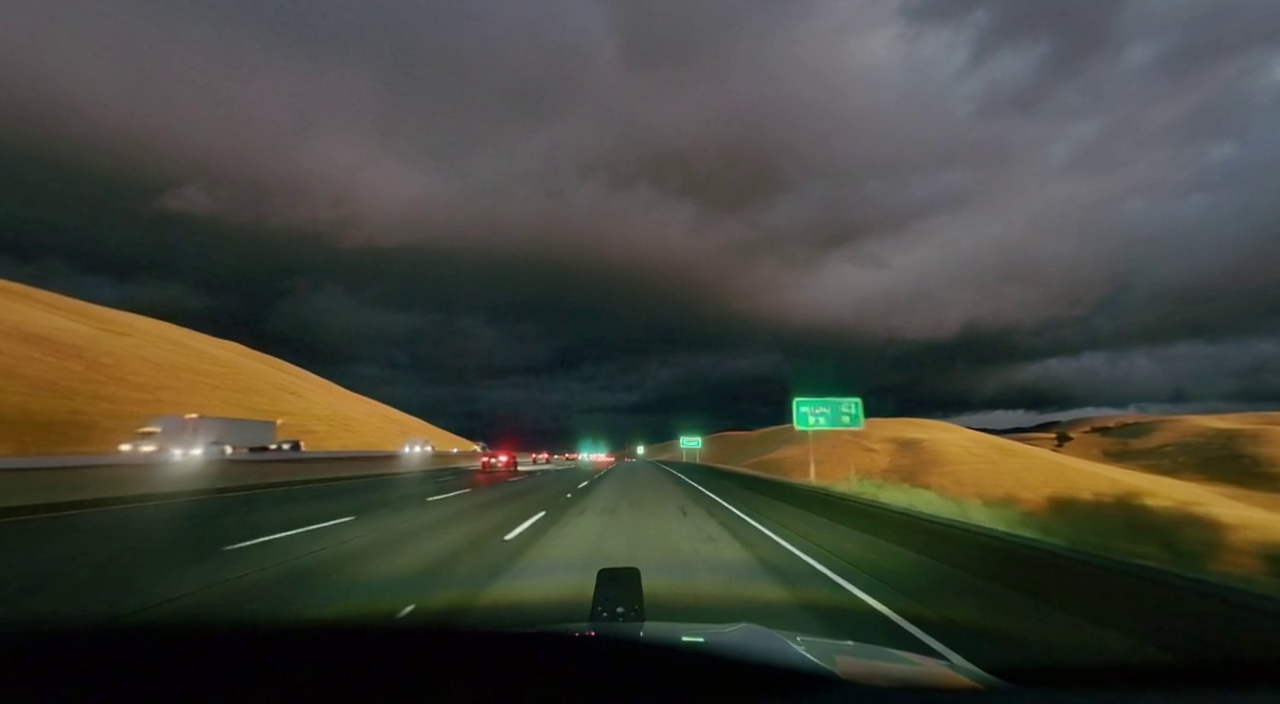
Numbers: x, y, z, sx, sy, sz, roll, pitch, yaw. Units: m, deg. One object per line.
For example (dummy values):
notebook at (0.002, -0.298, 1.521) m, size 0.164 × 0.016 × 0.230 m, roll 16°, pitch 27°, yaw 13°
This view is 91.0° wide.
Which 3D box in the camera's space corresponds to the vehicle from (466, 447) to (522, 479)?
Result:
vehicle at (-7.858, 5.983, 34.308) m, size 2.045 × 1.624 × 4.338 m, roll 0°, pitch -9°, yaw -1°

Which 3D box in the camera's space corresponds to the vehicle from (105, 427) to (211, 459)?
vehicle at (-32.587, 6.204, 42.905) m, size 2.403 × 1.999 × 6.275 m, roll 0°, pitch -9°, yaw -2°
